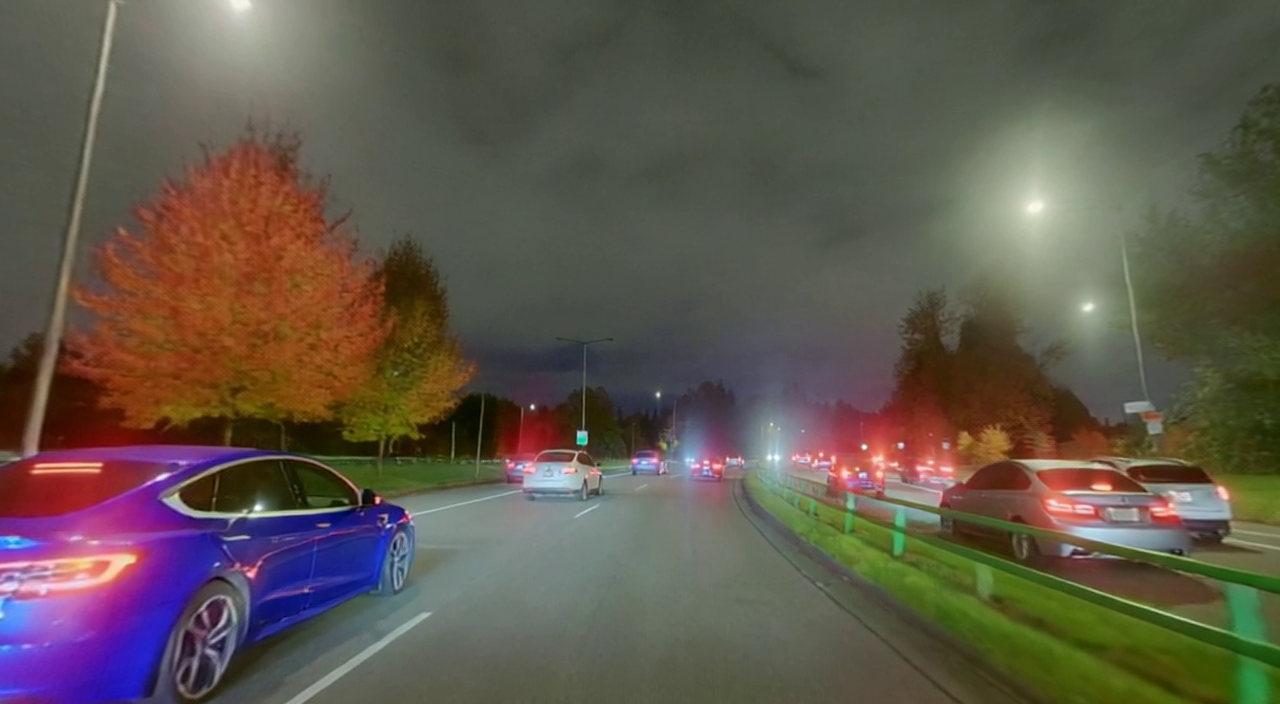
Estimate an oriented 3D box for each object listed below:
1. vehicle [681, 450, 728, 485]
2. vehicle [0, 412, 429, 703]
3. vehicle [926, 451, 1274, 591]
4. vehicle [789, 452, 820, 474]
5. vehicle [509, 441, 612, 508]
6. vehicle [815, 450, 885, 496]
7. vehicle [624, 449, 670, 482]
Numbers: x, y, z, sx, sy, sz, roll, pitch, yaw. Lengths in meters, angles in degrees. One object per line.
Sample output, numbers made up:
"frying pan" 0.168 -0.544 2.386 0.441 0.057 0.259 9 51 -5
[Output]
"vehicle" 3.132 5.466 30.093 2.015 1.506 4.276 -1 -9 9
"vehicle" -3.266 1.297 4.466 1.921 1.503 4.317 0 -9 2
"vehicle" 6.311 2.298 9.586 1.869 1.516 4.753 0 -9 2
"vehicle" 12.722 8.563 48.845 1.890 1.610 4.045 -1 -9 9
"vehicle" -2.155 3.502 18.525 1.979 1.663 4.513 0 -9 6
"vehicle" 8.309 4.763 25.275 1.768 1.634 4.064 0 -9 6
"vehicle" 0.463 6.203 34.740 1.930 1.635 4.260 -1 -9 9
